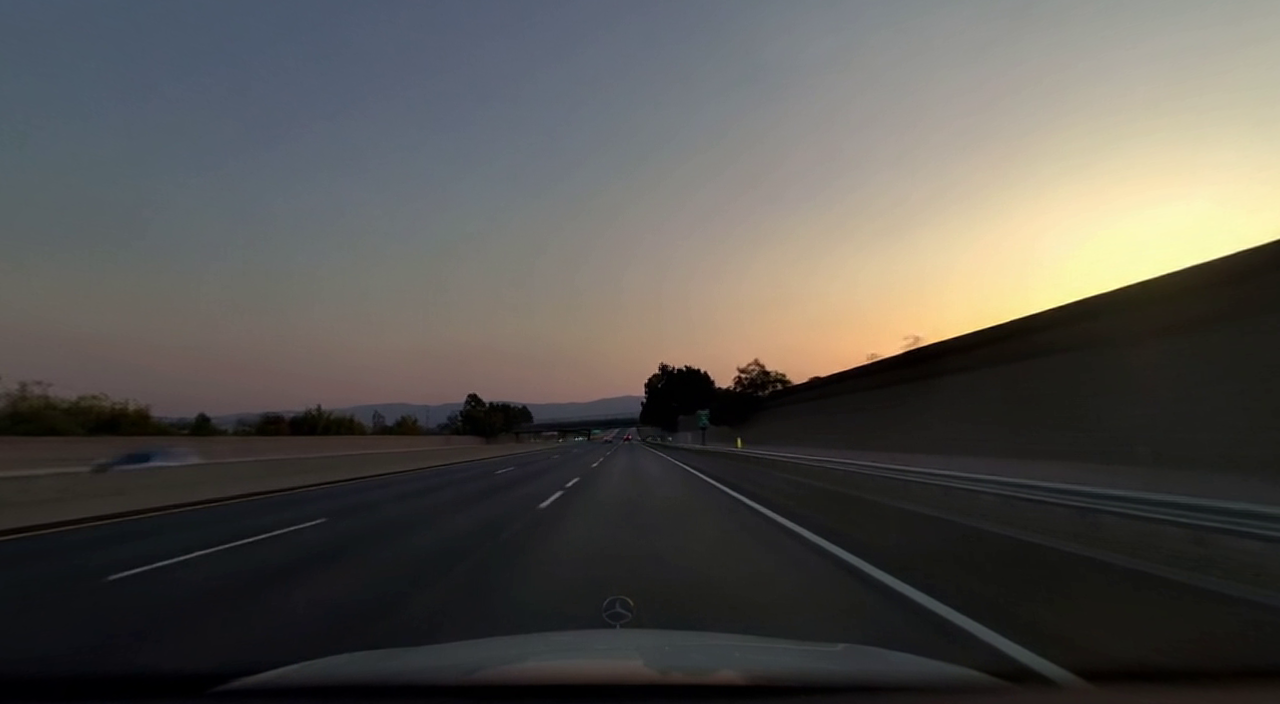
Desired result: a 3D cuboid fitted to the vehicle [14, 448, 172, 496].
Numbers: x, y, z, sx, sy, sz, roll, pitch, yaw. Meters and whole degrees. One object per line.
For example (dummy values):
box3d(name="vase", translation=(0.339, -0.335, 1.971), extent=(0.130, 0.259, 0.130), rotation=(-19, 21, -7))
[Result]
box3d(name="vehicle", translation=(-19.536, 4.255, 22.777), extent=(1.779, 1.491, 4.435), rotation=(0, -8, -1))
